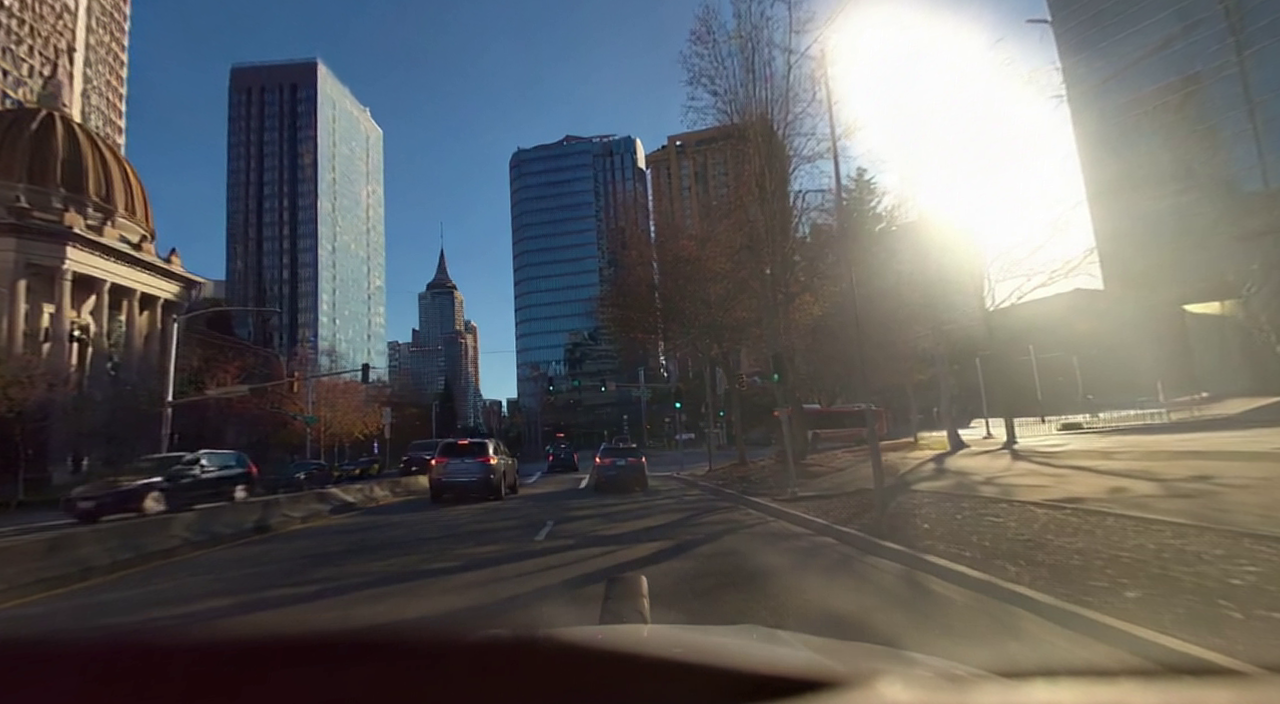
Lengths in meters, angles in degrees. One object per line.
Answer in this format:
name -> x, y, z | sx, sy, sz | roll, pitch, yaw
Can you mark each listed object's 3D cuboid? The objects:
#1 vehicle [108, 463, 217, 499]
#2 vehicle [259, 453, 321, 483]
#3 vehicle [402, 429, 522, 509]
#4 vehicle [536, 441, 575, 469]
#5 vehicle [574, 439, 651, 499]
vehicle -> -22.882, 6.184, 30.479 | 1.787, 1.466, 4.708 | 1, -9, -3
vehicle -> -23.558, 7.792, 42.648 | 1.881, 1.792, 4.640 | 1, -9, -5
vehicle -> -4.053, 2.723, 15.007 | 1.848, 1.641, 3.686 | 0, -9, -1
vehicle -> -4.964, 6.101, 37.521 | 1.961, 1.517, 4.202 | 1, -9, -3
vehicle -> -0.760, 3.241, 17.832 | 1.933, 1.504, 3.802 | 0, -9, -2
